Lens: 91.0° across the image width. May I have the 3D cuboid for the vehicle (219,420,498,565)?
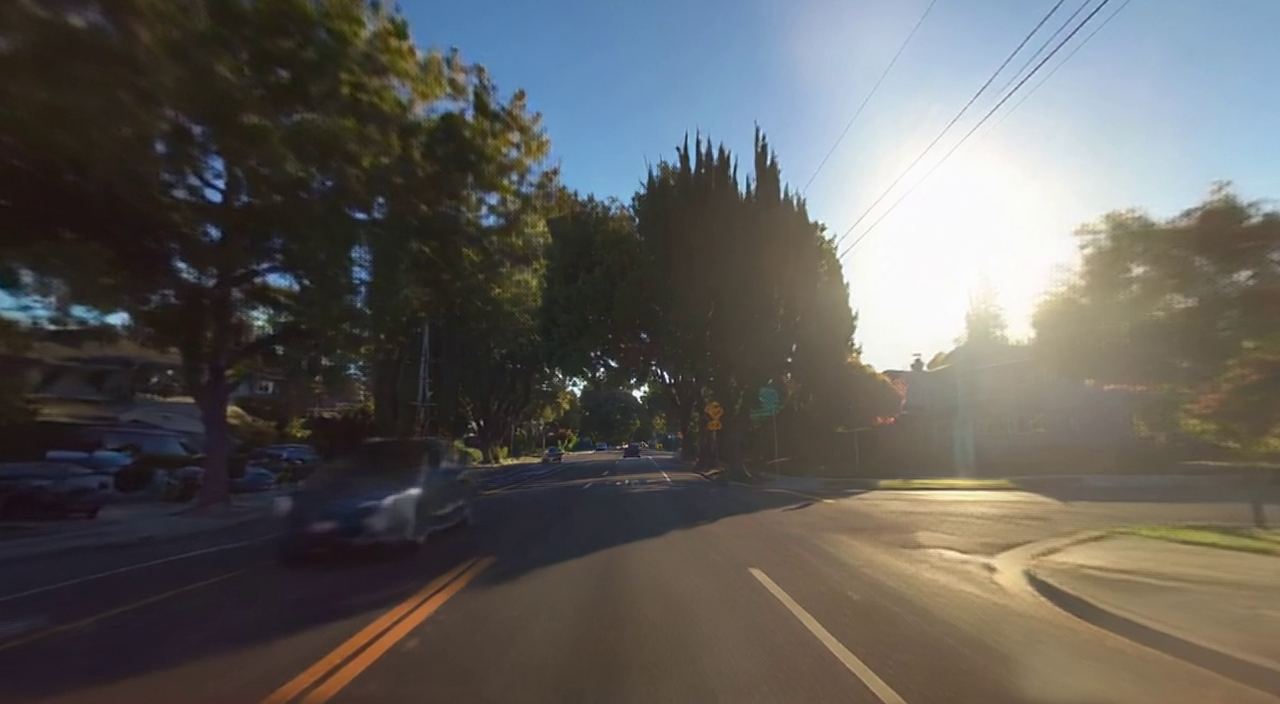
[{"bbox_3d":[-4.043,2.111,10.299,2.267,1.768,4.911,0,-9,0],"label":"vehicle"}]
